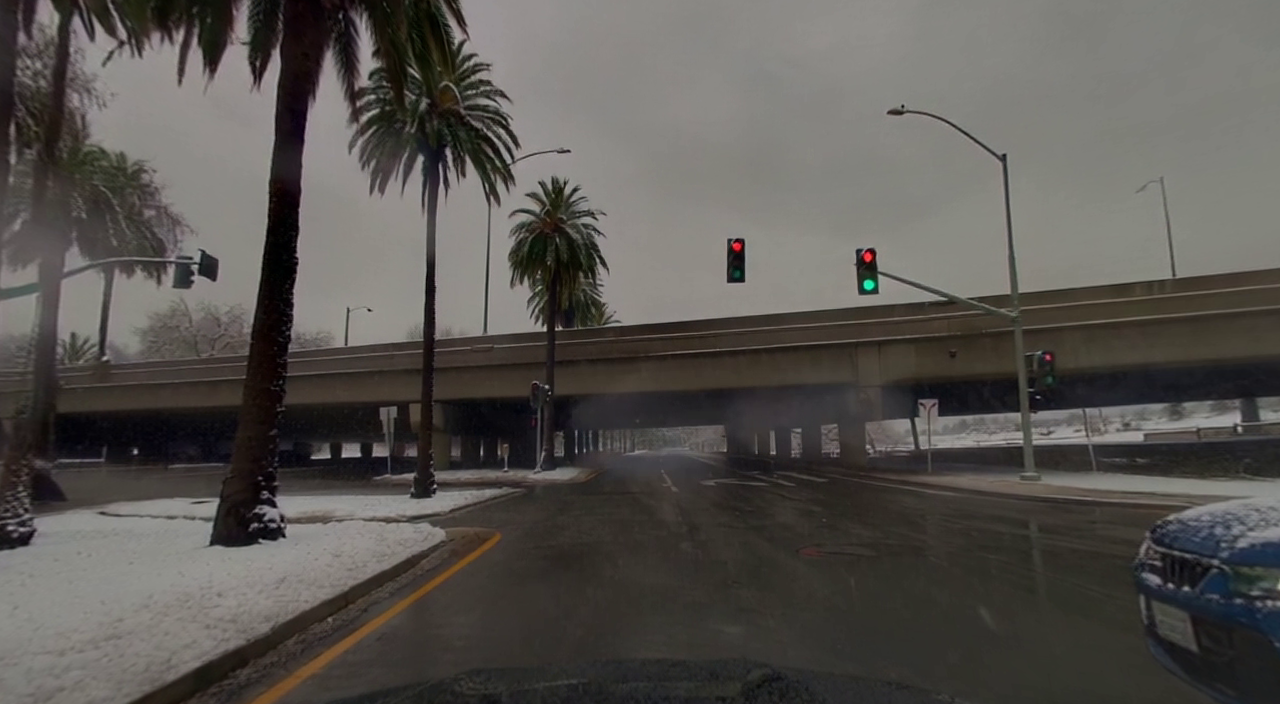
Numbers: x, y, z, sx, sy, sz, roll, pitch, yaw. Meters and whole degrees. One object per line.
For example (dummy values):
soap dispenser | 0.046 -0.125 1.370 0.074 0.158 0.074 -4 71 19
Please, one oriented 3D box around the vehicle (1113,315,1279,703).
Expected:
vehicle | 3.445 0.508 0.774 2.028 1.770 4.737 0 -9 0

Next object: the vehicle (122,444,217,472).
vehicle | -26.573 5.983 35.768 1.830 1.443 4.551 0 -9 1

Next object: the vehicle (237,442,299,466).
vehicle | -26.287 7.193 44.613 1.941 1.631 4.017 0 -9 0
